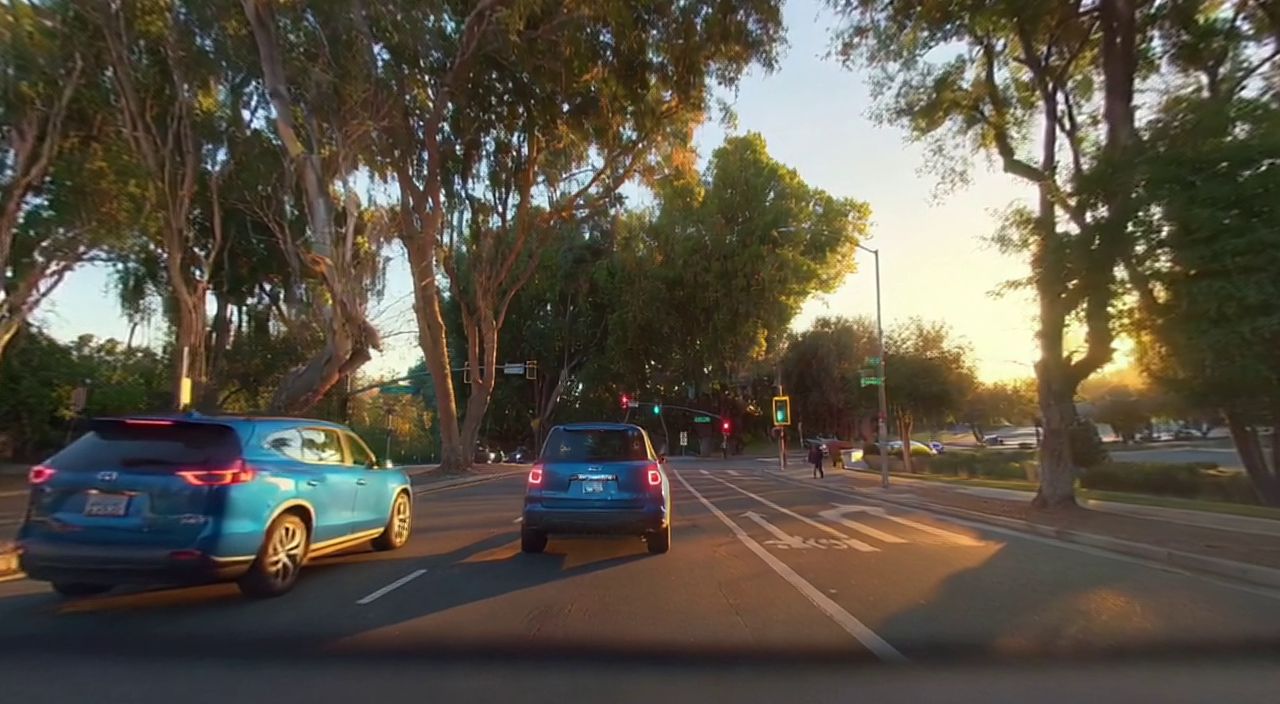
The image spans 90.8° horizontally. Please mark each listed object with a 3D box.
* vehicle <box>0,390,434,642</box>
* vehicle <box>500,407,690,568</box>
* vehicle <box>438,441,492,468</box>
[{"bbox_3d":[-3.946,1.418,6.536,2.009,1.673,4.454,0,-8,2],"label":"vehicle"},{"bbox_3d":[-0.460,1.892,9.667,2.131,1.793,5.016,0,-8,1],"label":"vehicle"},{"bbox_3d":[-11.176,6.570,40.712,2.070,1.635,4.559,0,-8,1],"label":"vehicle"}]
